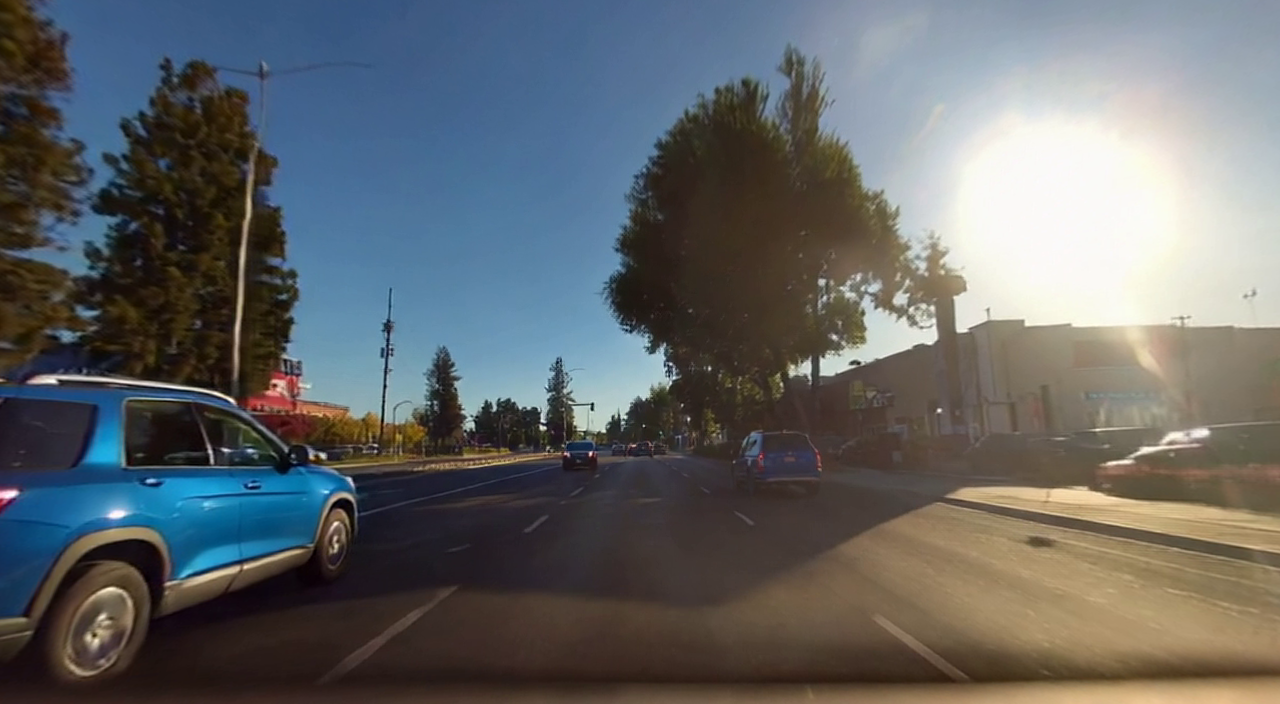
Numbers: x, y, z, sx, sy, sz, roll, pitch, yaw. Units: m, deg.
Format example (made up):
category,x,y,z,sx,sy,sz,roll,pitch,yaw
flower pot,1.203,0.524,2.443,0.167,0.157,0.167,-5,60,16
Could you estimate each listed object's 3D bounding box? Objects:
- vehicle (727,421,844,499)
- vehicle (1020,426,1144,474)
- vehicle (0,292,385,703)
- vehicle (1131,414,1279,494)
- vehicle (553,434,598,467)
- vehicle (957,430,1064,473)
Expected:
category,x,y,z,sx,sy,sz,roll,pitch,yaw
vehicle,3.676,2.825,16.851,2.024,1.773,4.431,0,-8,0
vehicle,18.205,4.055,26.270,1.944,1.815,4.419,0,-8,1
vehicle,-3.866,0.938,4.250,2.210,1.925,4.838,0,-8,0
vehicle,13.486,2.143,13.431,4.393,1.557,1.936,0,-8,-2
vehicle,-3.678,5.751,36.830,2.112,1.775,4.404,0,-8,1
vehicle,15.578,4.191,26.821,1.897,1.662,4.504,0,-8,2
